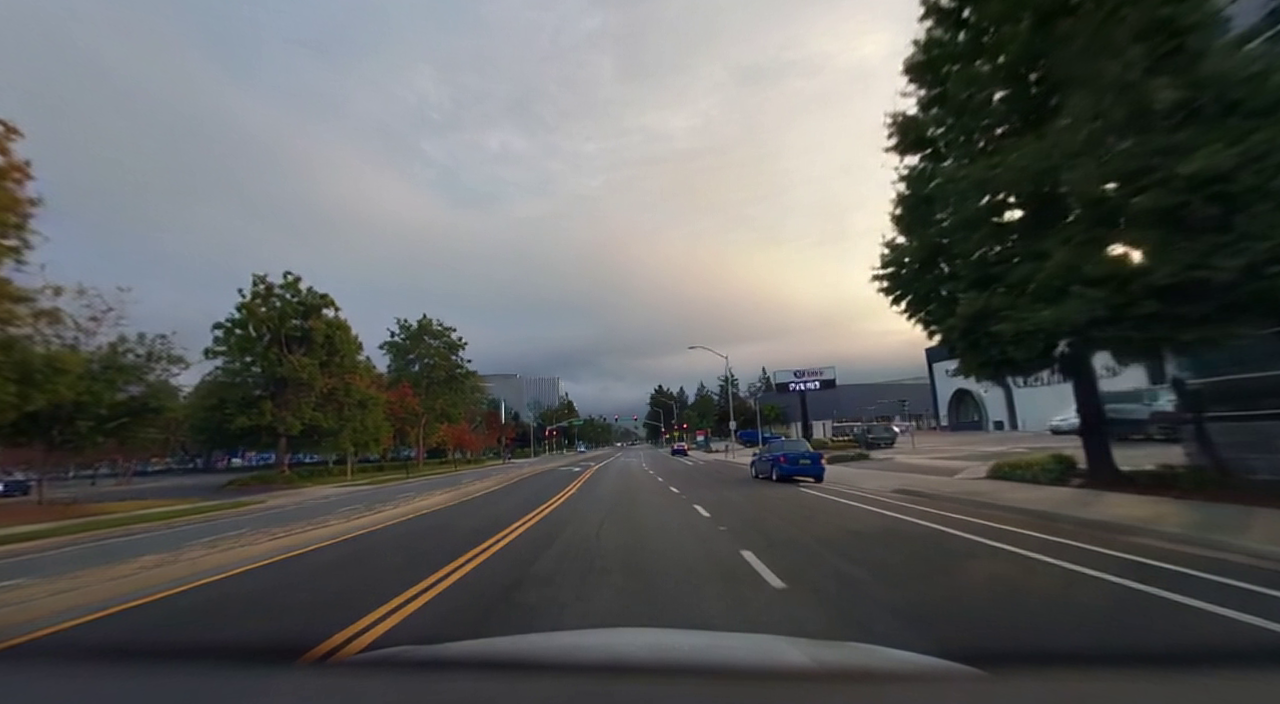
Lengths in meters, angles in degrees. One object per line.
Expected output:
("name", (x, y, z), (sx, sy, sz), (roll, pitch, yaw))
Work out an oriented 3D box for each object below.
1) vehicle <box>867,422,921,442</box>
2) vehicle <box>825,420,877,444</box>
("vehicle", (19.437, 6.196, 48.364), (2.021, 1.472, 4.047), (1, -8, -8))
("vehicle", (16.523, 6.324, 49.492), (2.059, 1.788, 4.708), (1, -8, -5))
